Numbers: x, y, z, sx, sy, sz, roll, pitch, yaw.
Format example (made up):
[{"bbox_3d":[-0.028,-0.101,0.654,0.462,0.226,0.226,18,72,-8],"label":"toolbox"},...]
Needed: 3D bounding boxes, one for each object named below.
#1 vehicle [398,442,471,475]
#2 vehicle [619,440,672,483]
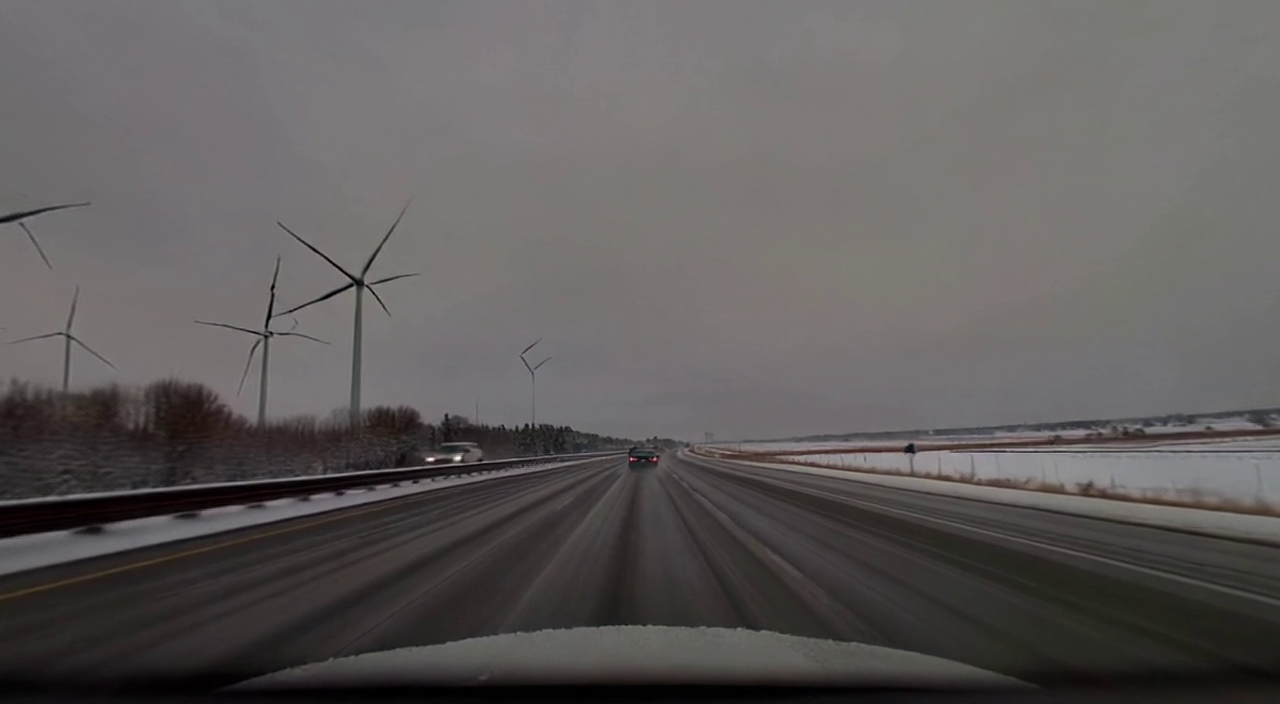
[{"bbox_3d":[-11.671,6.089,36.261,2.201,1.765,5.378,-1,-9,2],"label":"vehicle"},{"bbox_3d":[0.208,4.658,26.975,2.083,1.653,3.787,0,-9,0],"label":"vehicle"}]
